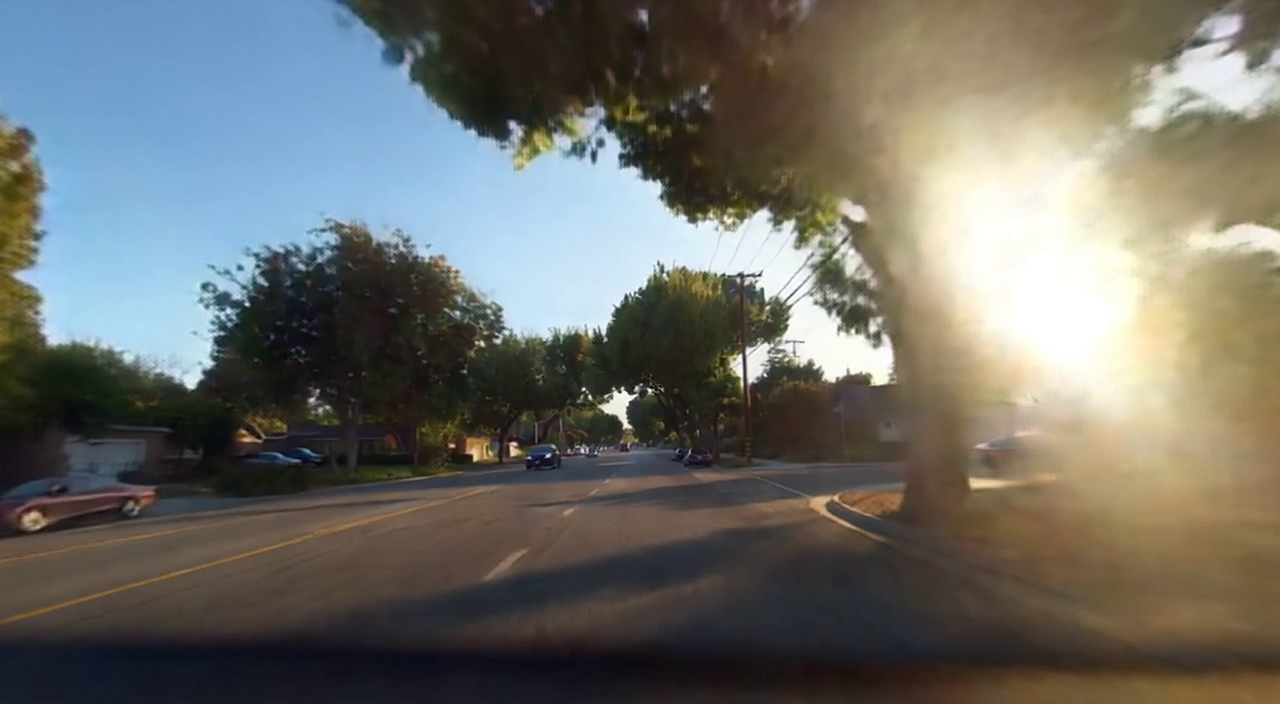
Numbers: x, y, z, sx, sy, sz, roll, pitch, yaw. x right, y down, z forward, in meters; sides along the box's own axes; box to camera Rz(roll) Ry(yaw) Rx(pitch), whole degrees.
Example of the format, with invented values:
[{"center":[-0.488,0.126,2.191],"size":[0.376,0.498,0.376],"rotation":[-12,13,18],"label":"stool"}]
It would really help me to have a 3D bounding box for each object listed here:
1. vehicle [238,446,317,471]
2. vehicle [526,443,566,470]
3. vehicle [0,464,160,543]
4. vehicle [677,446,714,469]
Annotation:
[{"center":[-28.540,8.369,49.887],"size":[4.750,1.845,2.382],"rotation":[0,-8,-1],"label":"vehicle"},{"center":[-6.751,7.517,45.788],"size":[2.092,1.810,4.882],"rotation":[0,-8,0],"label":"vehicle"},{"center":[-13.821,3.438,14.664],"size":[1.863,1.481,4.363],"rotation":[-2,-9,1],"label":"vehicle"},{"center":[3.790,7.331,44.005],"size":[2.031,1.500,4.590],"rotation":[0,-8,-1],"label":"vehicle"}]
